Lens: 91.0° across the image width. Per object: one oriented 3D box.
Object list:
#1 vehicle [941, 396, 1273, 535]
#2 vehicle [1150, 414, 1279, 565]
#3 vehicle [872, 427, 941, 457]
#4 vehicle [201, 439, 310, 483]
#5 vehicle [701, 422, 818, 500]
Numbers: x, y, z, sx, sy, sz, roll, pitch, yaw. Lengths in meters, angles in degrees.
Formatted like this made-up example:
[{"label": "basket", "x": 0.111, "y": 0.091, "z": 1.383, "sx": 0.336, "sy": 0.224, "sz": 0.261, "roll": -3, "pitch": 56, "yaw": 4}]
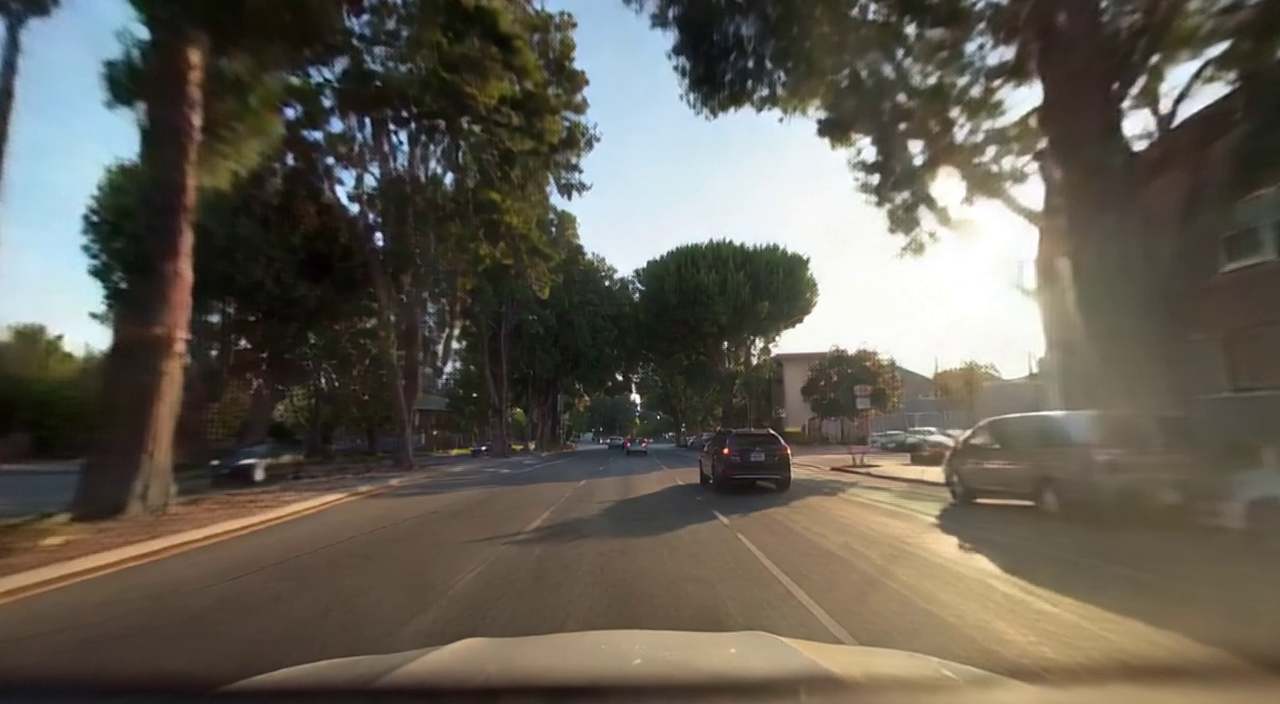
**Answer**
[{"label": "vehicle", "x": 7.469, "y": 1.879, "z": 10.971, "sx": 2.047, "sy": 1.852, "sz": 4.861, "roll": 0, "pitch": -8, "yaw": 0}, {"label": "vehicle", "x": 7.564, "y": 1.308, "z": 5.750, "sx": 1.886, "sy": 1.534, "sz": 4.464, "roll": 1, "pitch": -8, "yaw": -3}, {"label": "vehicle", "x": 17.399, "y": 5.934, "z": 41.386, "sx": 2.131, "sy": 1.782, "sz": 5.183, "roll": 0, "pitch": -8, "yaw": -2}, {"label": "vehicle", "x": -15.648, "y": 4.432, "z": 25.926, "sx": 1.885, "sy": 1.633, "sz": 4.265, "roll": 1, "pitch": -8, "yaw": -2}, {"label": "vehicle", "x": 2.779, "y": 2.651, "z": 15.645, "sx": 2.022, "sy": 1.656, "sz": 4.025, "roll": 0, "pitch": -8, "yaw": -1}]
